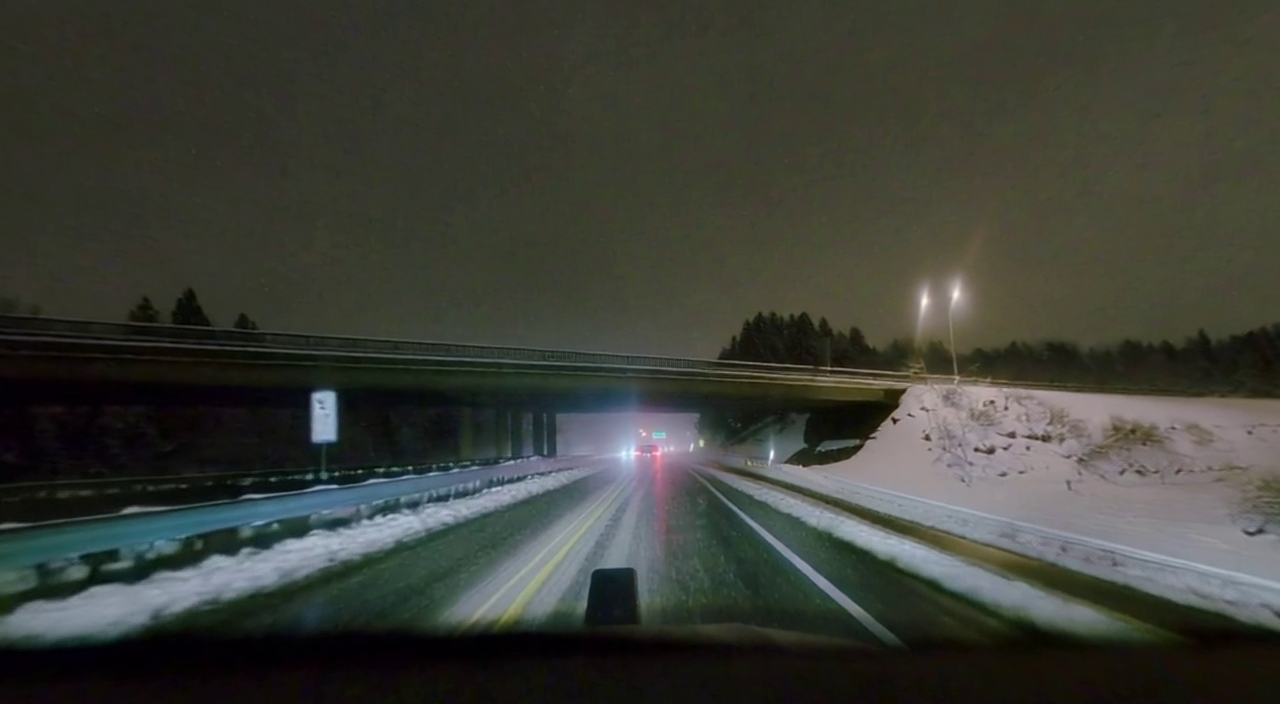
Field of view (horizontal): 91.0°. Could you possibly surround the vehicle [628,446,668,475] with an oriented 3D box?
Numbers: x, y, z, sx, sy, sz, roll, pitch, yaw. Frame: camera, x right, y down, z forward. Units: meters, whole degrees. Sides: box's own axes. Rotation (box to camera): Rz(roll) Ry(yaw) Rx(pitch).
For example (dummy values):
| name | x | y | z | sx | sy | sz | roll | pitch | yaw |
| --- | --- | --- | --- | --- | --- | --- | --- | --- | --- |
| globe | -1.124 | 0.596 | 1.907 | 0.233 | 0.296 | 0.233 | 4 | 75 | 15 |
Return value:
| name | x | y | z | sx | sy | sz | roll | pitch | yaw |
| --- | --- | --- | --- | --- | --- | --- | --- | --- | --- |
| vehicle | 0.438 | 5.949 | 34.812 | 2.028 | 1.440 | 3.970 | -1 | -8 | 1 |
